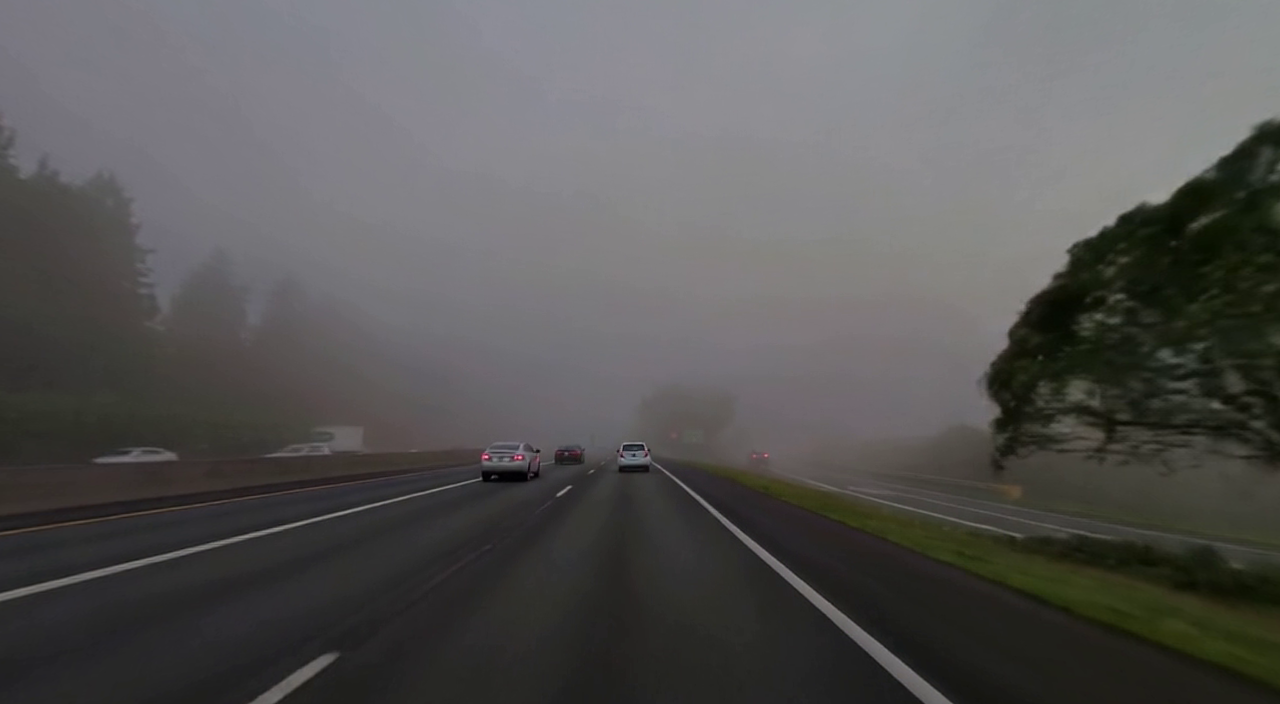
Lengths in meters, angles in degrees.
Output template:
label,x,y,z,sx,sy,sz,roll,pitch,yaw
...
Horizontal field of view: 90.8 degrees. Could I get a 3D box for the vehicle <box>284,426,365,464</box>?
label,x,y,z,sx,sy,sz,roll,pitch,yaw
vehicle,-21.204,6.303,42.805,2.586,2.392,5.504,0,-8,0

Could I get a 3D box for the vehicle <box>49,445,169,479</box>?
label,x,y,z,sx,sy,sz,roll,pitch,yaw
vehicle,-24.796,5.141,29.743,1.774,1.444,4.522,0,-9,-1

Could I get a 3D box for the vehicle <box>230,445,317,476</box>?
label,x,y,z,sx,sy,sz,roll,pitch,yaw
vehicle,-18.014,5.313,31.287,1.897,1.403,4.138,0,-8,-1

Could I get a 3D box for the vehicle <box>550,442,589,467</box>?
label,x,y,z,sx,sy,sz,roll,pitch,yaw
vehicle,-4.540,6.649,41.147,2.084,1.528,4.094,0,-8,0

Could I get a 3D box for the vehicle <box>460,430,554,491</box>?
label,x,y,z,sx,sy,sz,roll,pitch,yaw
vehicle,-4.121,3.444,20.381,2.044,1.717,4.421,0,-8,0

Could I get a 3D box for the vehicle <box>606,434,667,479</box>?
label,x,y,z,sx,sy,sz,roll,pitch,yaw
vehicle,-0.157,4.434,27.061,2.378,1.750,4.355,0,-8,0
